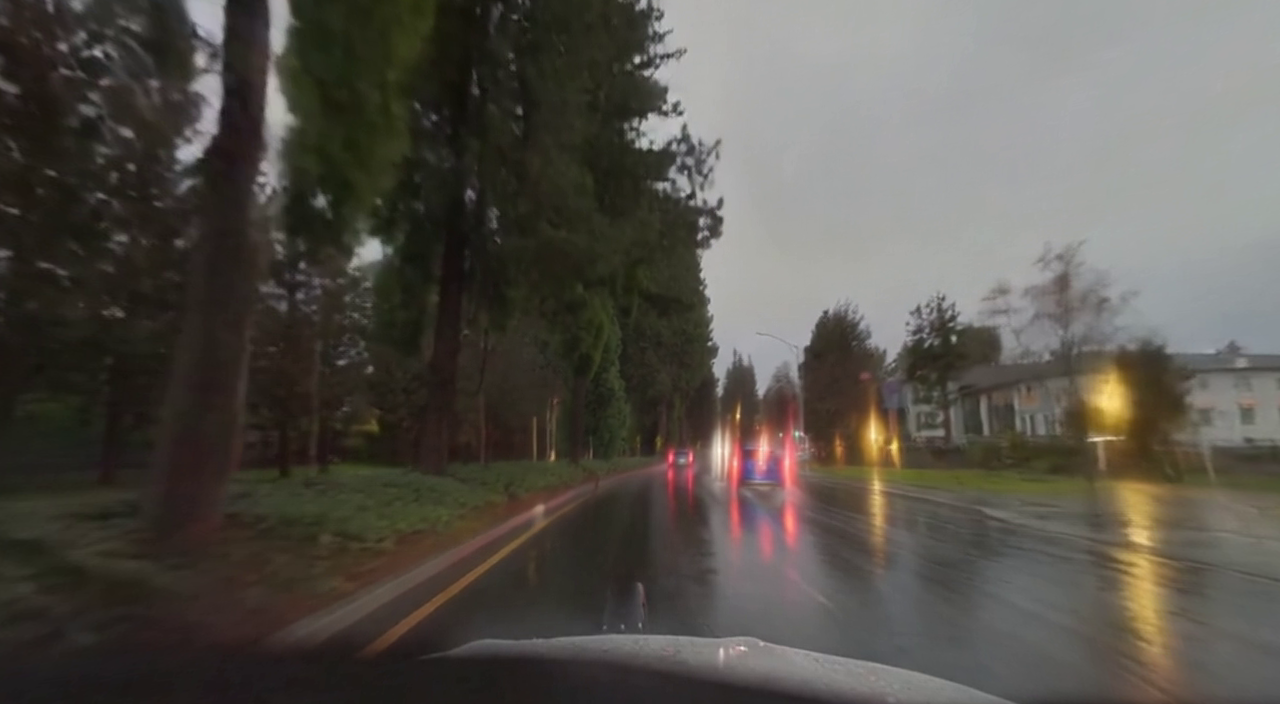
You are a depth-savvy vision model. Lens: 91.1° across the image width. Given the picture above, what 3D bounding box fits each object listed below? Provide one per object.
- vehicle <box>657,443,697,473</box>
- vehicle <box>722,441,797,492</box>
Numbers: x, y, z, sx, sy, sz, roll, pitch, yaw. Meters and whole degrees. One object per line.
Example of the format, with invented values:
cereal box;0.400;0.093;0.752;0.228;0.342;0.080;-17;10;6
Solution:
vehicle;2.447;6.799;40.516;2.251;1.822;4.391;-1;-8;8
vehicle;4.225;4.091;22.829;1.971;1.663;4.287;-1;-8;2
